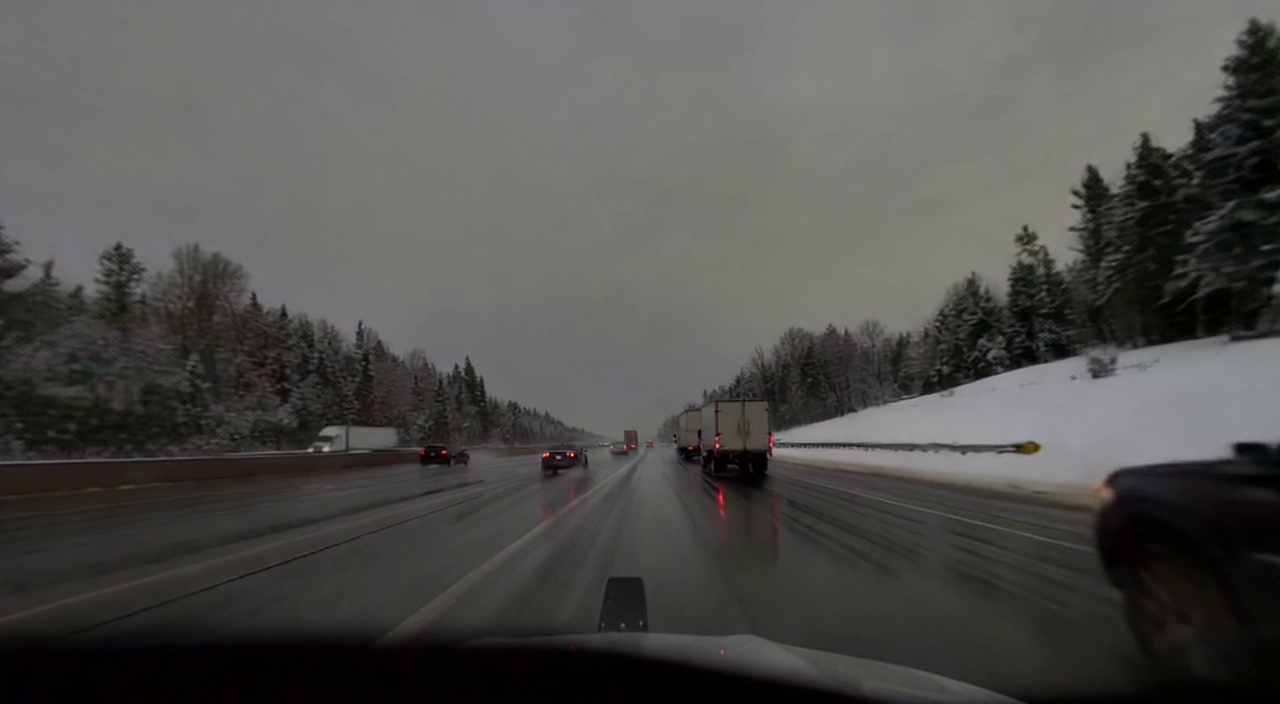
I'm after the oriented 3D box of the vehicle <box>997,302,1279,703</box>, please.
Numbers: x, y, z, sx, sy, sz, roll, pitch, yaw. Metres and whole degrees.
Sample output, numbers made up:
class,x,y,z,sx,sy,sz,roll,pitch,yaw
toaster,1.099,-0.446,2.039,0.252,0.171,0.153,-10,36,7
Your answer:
class,x,y,z,sx,sy,sz,roll,pitch,yaw
vehicle,4.108,0.581,1.755,2.355,1.930,6.633,0,-8,0

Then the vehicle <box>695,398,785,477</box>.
class,x,y,z,sx,sy,sz,roll,pitch,yaw
vehicle,4.188,3.825,27.990,2.732,3.052,7.118,0,-8,-1

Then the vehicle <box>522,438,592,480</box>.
class,x,y,z,sx,sy,sz,roll,pitch,yaw
vehicle,-3.083,4.060,24.244,1.981,1.473,4.317,0,-8,2

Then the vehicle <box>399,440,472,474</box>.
class,x,y,z,sx,sy,sz,roll,pitch,yaw
vehicle,-9.630,4.963,30.075,1.899,1.465,4.589,0,-8,0
